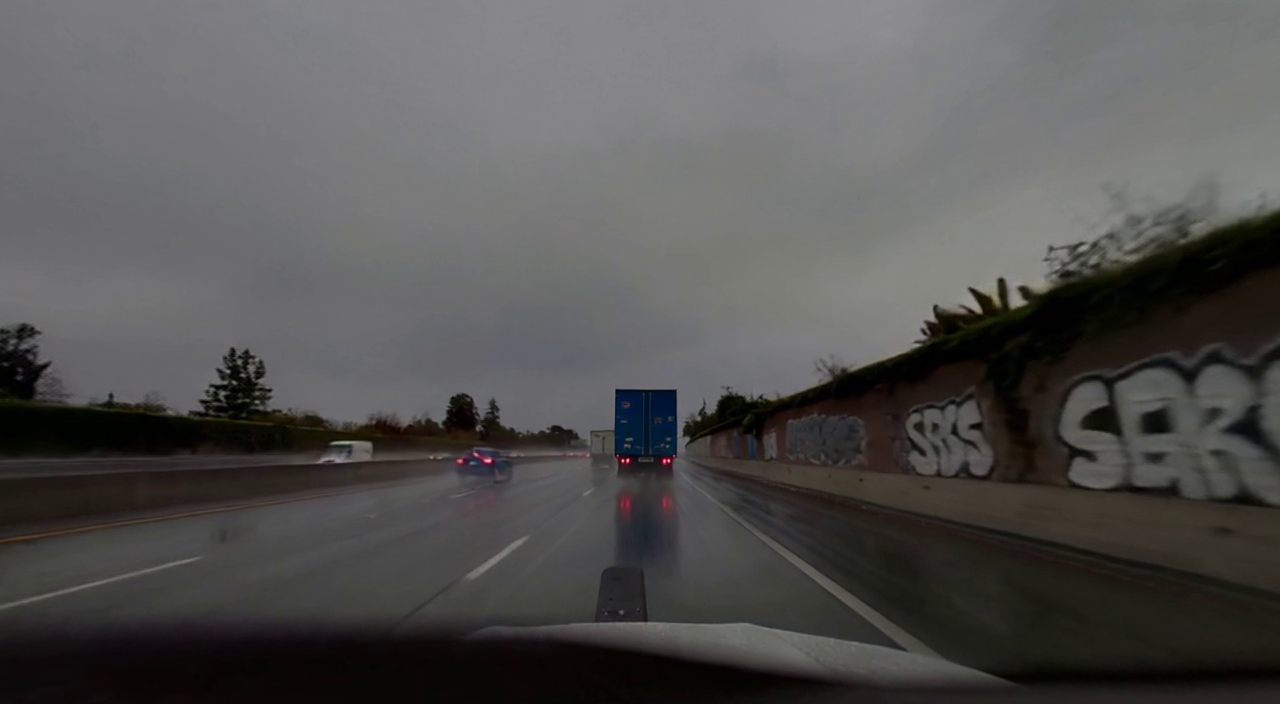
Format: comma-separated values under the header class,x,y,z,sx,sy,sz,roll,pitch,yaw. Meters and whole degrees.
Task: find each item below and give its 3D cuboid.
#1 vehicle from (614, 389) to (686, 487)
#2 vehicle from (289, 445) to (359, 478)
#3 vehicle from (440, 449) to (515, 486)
class,x,y,z,sx,sy,sz,roll,pitch,yaw
vehicle,0.446,4.413,31.715,2.997,4.069,10.871,0,-9,0
vehicle,-19.608,6.807,39.336,1.987,1.948,4.363,0,-9,1
vehicle,-7.224,5.177,28.622,1.998,1.529,4.850,0,-9,2
